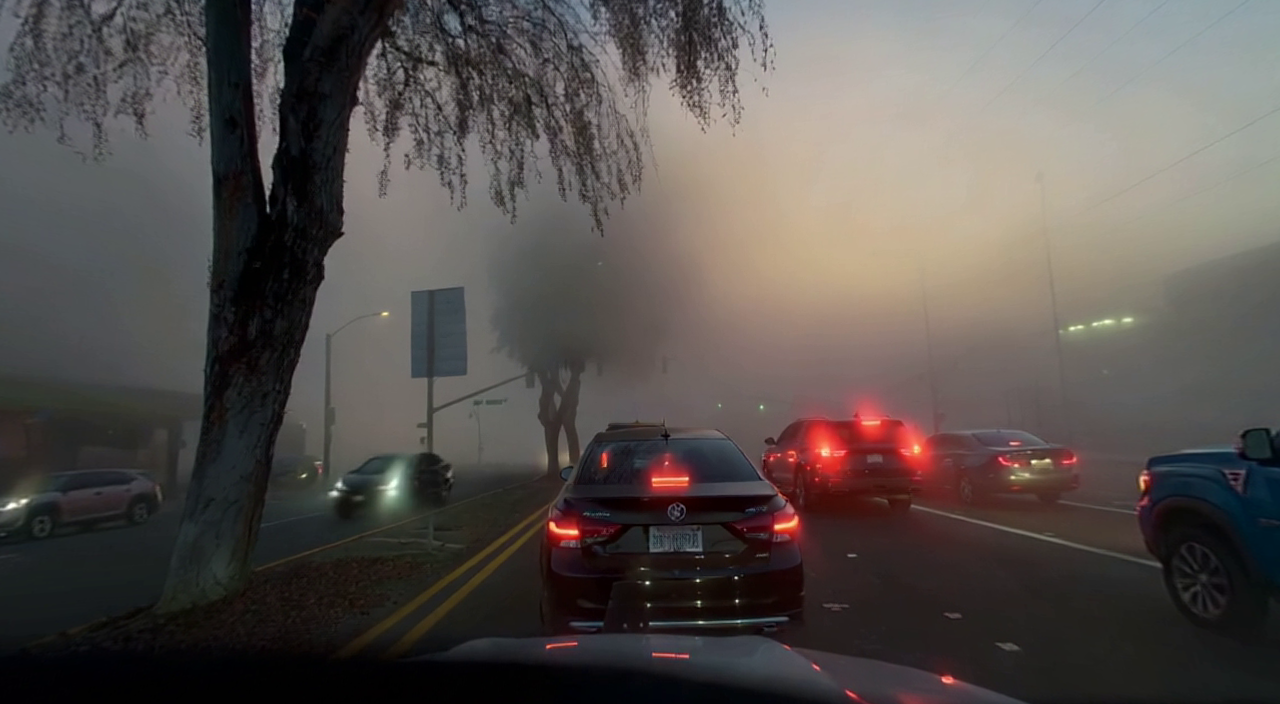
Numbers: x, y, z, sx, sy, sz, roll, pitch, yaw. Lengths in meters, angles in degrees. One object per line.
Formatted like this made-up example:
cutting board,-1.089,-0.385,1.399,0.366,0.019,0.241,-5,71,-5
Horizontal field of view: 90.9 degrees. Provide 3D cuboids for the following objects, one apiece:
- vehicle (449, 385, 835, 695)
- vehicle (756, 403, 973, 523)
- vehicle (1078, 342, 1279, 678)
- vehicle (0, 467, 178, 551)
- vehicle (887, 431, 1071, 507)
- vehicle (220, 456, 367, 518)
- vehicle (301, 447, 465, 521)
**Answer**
vehicle,-0.022,1.315,5.522,2.116,1.677,3.948,0,-8,-1
vehicle,4.167,2.209,13.103,2.319,1.930,5.651,0,-8,-1
vehicle,4.452,0.729,2.586,2.019,1.803,4.634,-1,-8,1
vehicle,-13.828,3.634,15.187,1.935,1.518,4.415,-1,-8,2
vehicle,7.594,2.652,14.769,1.856,1.487,4.454,0,-8,0
vehicle,-9.800,3.807,18.290,1.806,1.473,4.303,0,-8,0
vehicle,-6.087,3.134,15.641,2.157,1.492,4.411,-2,-8,1
